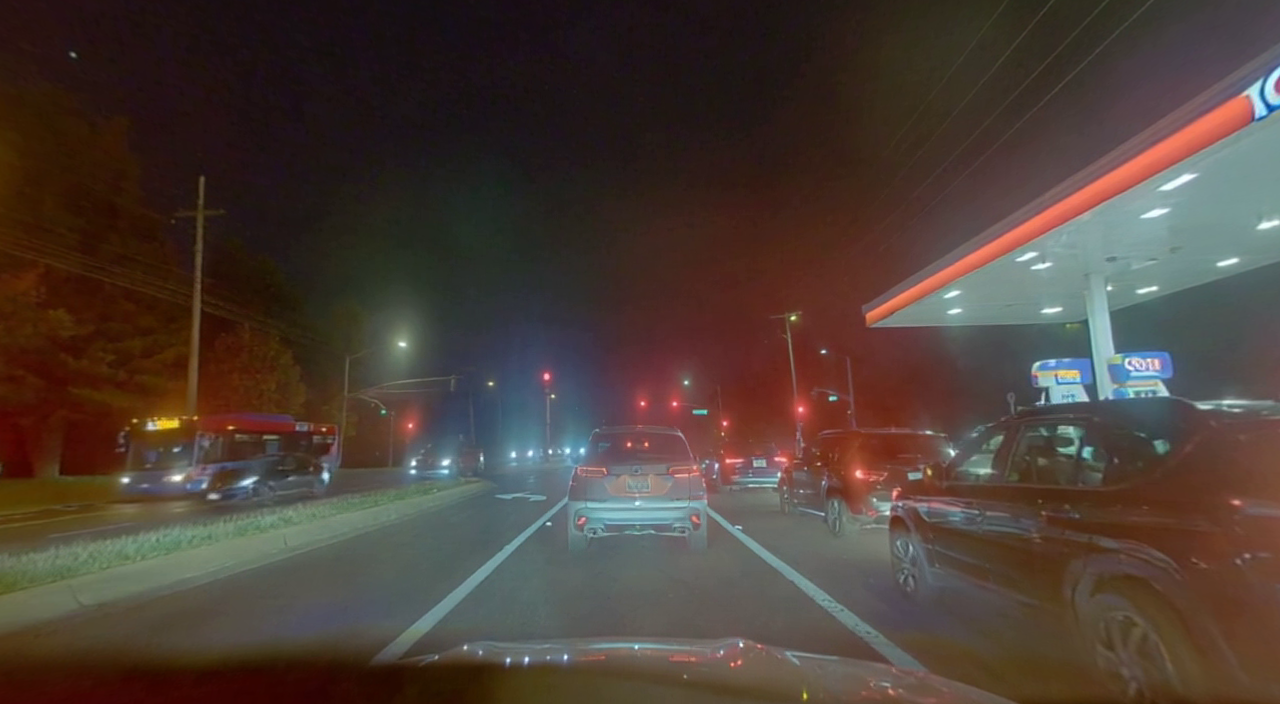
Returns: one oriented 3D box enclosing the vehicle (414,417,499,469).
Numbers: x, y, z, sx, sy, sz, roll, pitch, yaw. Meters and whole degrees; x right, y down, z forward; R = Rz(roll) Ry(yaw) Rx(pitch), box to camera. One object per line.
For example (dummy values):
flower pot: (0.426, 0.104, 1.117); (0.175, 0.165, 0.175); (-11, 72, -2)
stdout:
vehicle: (-13.915, 7.169, 49.381); (3.031, 3.513, 12.586); (0, -9, -1)

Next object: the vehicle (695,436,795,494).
vehicle: (2.895, 3.237, 18.512); (2.040, 1.481, 4.407); (0, -9, -2)

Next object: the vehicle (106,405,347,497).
vehicle: (-18.764, 4.732, 30.552); (3.010, 3.475, 12.655); (0, -9, 1)

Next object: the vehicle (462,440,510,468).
vehicle: (-10.600, 7.053, 43.797); (2.163, 1.812, 4.686); (0, -9, -1)

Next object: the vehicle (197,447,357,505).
vehicle: (-10.413, 3.555, 18.648); (1.976, 1.483, 4.630); (0, -9, 0)

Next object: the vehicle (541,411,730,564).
vehicle: (-0.106, 1.801, 9.109); (2.087, 1.677, 4.053); (0, -9, -2)

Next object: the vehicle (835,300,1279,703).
vehicle: (3.085, 1.015, 4.359); (2.049, 1.813, 4.245); (0, -9, -1)
